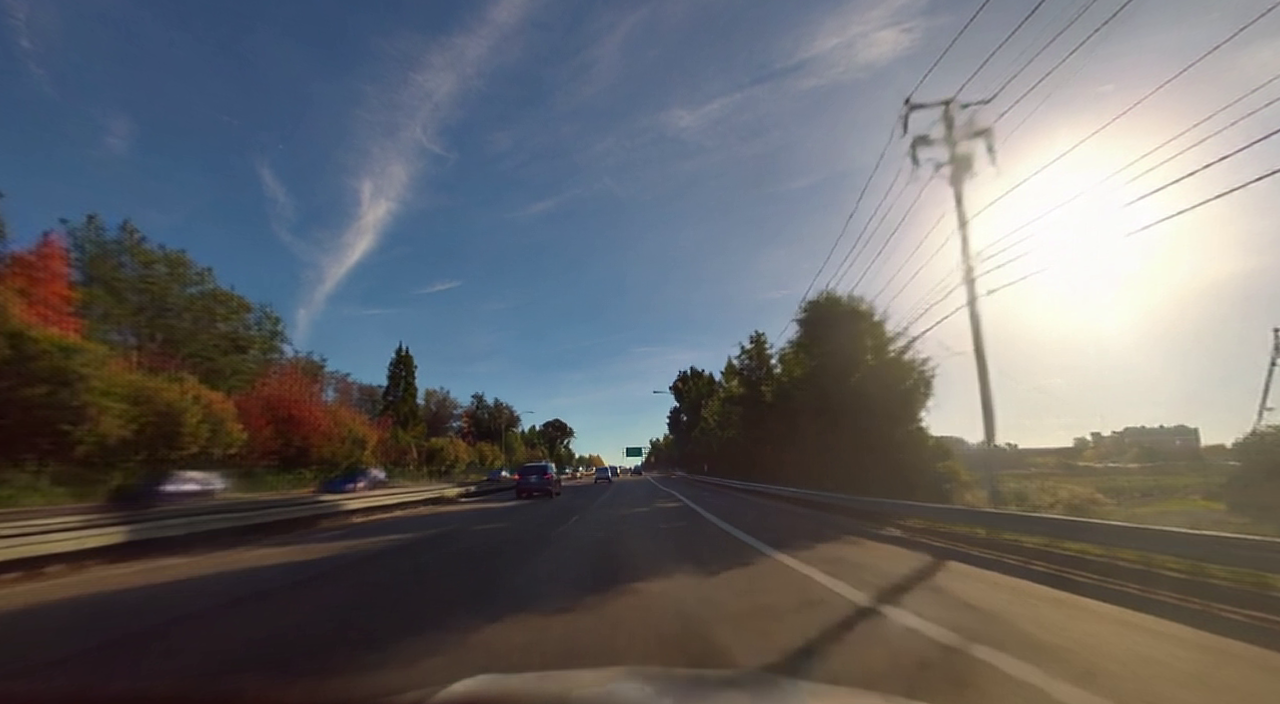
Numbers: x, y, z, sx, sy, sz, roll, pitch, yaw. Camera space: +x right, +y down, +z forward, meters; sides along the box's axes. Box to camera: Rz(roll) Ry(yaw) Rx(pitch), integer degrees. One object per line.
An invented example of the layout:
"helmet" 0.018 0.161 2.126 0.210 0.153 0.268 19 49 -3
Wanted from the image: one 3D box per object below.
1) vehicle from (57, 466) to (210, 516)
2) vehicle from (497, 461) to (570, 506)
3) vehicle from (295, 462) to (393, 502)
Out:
"vehicle" -16.542 4.533 20.874 1.827 1.434 3.798 1 -11 0
"vehicle" -3.903 4.908 23.795 1.963 1.501 4.227 1 -11 0
"vehicle" -12.563 5.537 27.106 1.897 1.501 4.620 1 -11 0
